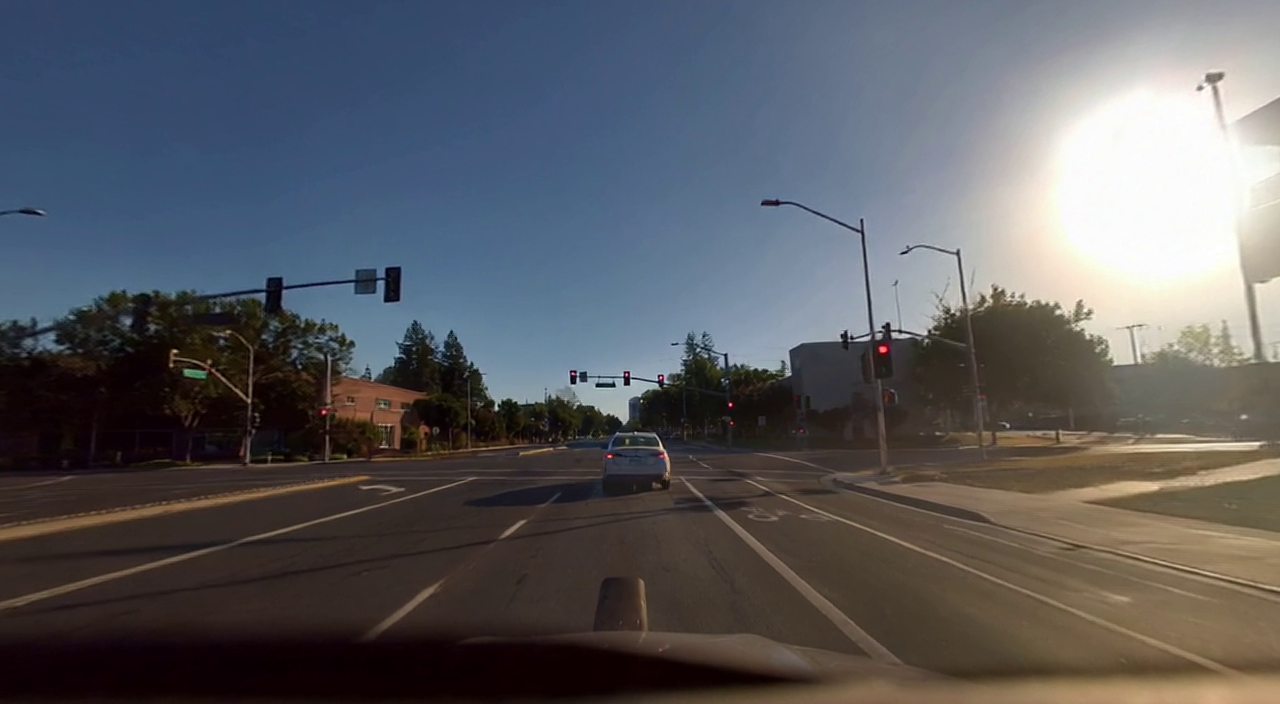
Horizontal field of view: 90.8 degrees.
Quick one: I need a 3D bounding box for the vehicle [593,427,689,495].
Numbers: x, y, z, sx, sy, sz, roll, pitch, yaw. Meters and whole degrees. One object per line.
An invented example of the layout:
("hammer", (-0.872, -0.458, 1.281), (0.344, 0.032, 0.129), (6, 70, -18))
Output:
("vehicle", (-0.017, 2.688, 15.903), (2.107, 1.470, 3.974), (0, -8, -1))
